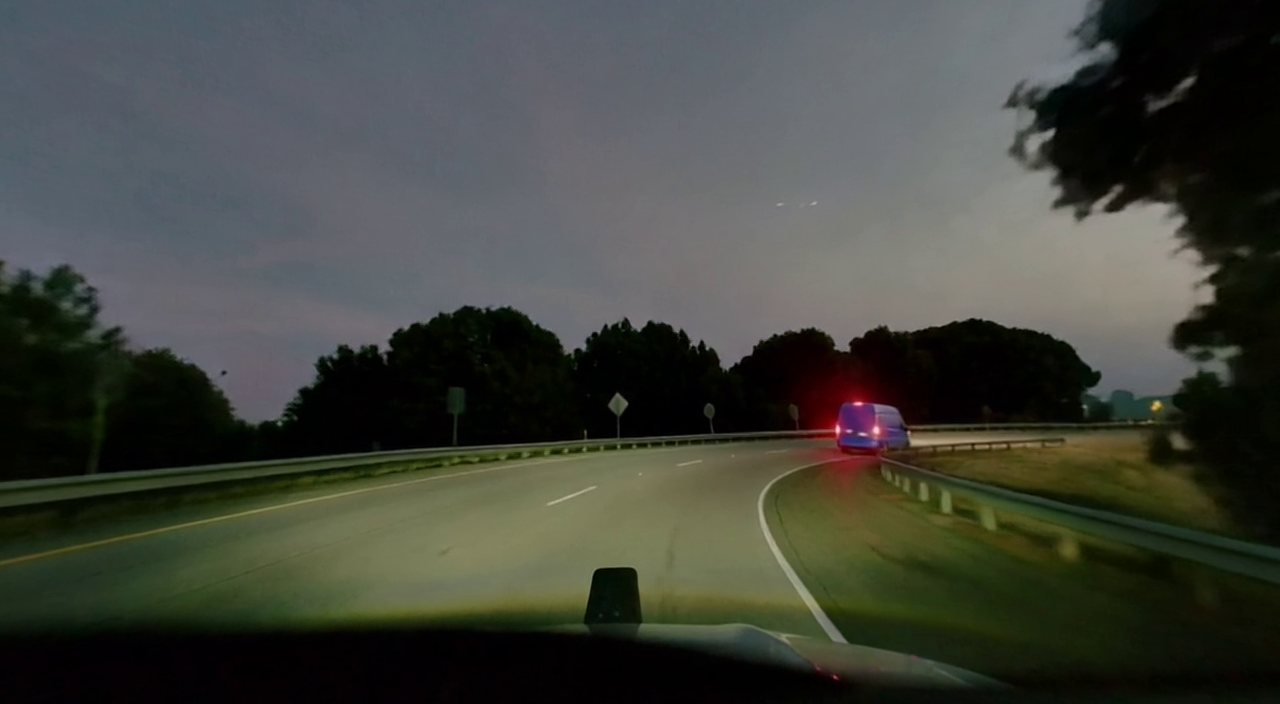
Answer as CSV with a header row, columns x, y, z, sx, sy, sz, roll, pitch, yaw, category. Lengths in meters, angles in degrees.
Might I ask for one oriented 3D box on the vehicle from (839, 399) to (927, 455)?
x,y,z,sx,sy,sz,roll,pitch,yaw,category
12.337,3.808,31.840,2.352,2.577,5.330,-6,-10,41,vehicle
